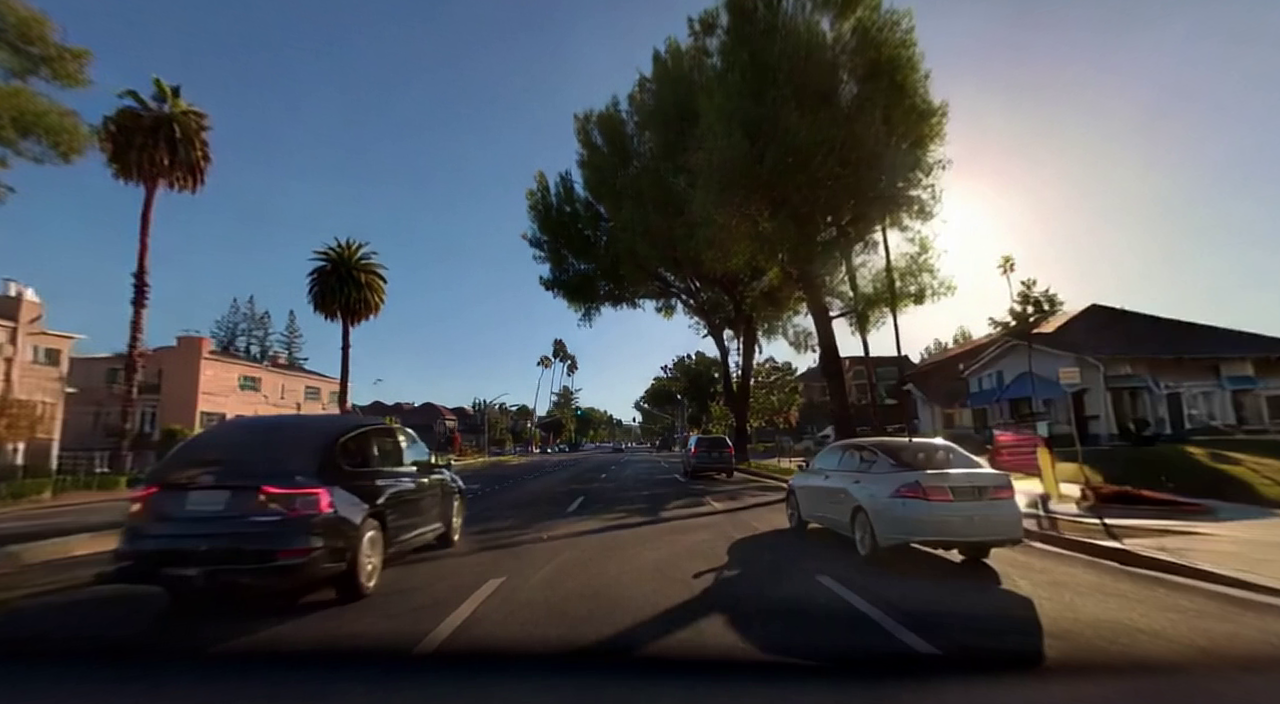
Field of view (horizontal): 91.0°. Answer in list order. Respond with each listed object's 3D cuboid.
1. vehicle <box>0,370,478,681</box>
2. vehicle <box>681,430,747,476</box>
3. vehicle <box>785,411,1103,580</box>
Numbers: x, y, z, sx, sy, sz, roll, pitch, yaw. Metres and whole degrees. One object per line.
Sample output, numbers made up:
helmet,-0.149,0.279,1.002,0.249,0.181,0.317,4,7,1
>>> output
vehicle,-3.166,1.300,5.863,2.084,1.735,4.528,0,-8,0
vehicle,3.203,4.530,28.358,2.244,1.901,4.561,0,-8,-2
vehicle,3.547,1.749,8.466,2.084,1.682,4.148,0,-8,-2
